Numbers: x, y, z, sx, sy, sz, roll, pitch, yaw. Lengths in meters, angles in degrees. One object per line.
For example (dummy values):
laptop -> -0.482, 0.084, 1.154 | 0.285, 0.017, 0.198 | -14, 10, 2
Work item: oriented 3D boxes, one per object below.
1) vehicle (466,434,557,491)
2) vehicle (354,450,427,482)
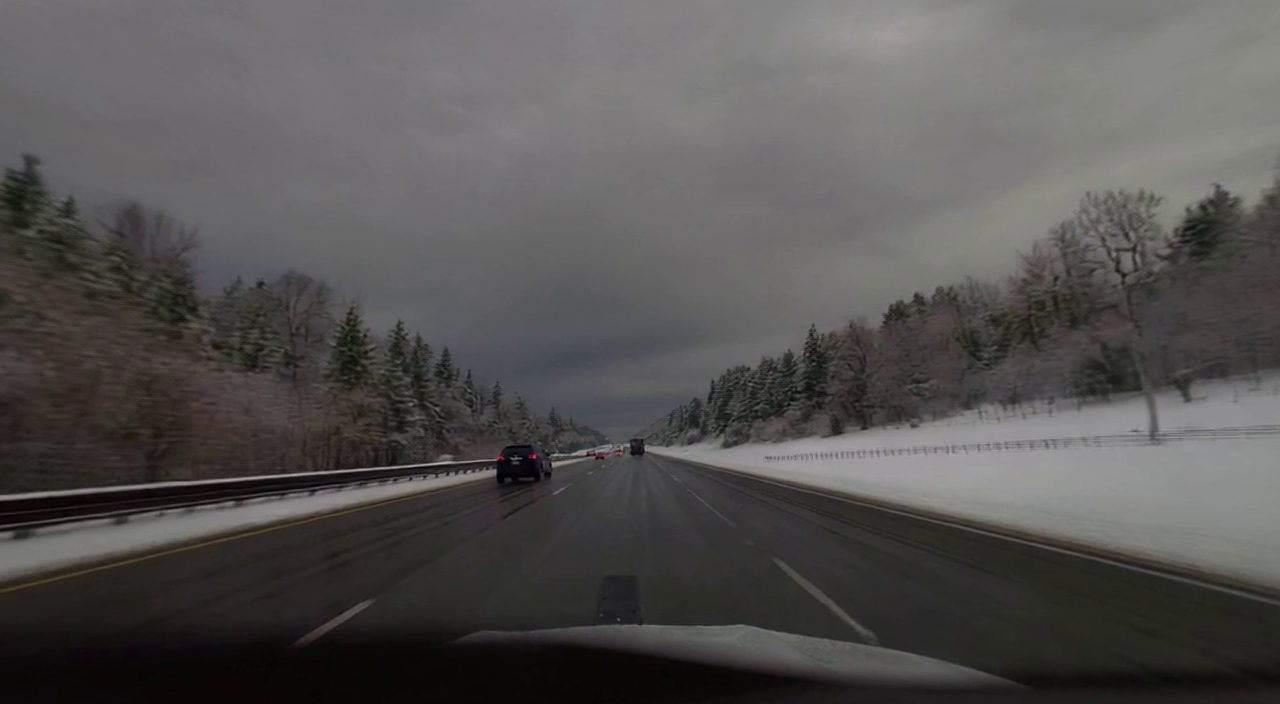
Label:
vehicle -> -4.170, 3.671, 21.114 | 2.151, 1.693, 4.201 | 0, -9, 0
vehicle -> -12.848, 5.873, 32.558 | 2.007, 1.495, 4.319 | 0, -9, 0
